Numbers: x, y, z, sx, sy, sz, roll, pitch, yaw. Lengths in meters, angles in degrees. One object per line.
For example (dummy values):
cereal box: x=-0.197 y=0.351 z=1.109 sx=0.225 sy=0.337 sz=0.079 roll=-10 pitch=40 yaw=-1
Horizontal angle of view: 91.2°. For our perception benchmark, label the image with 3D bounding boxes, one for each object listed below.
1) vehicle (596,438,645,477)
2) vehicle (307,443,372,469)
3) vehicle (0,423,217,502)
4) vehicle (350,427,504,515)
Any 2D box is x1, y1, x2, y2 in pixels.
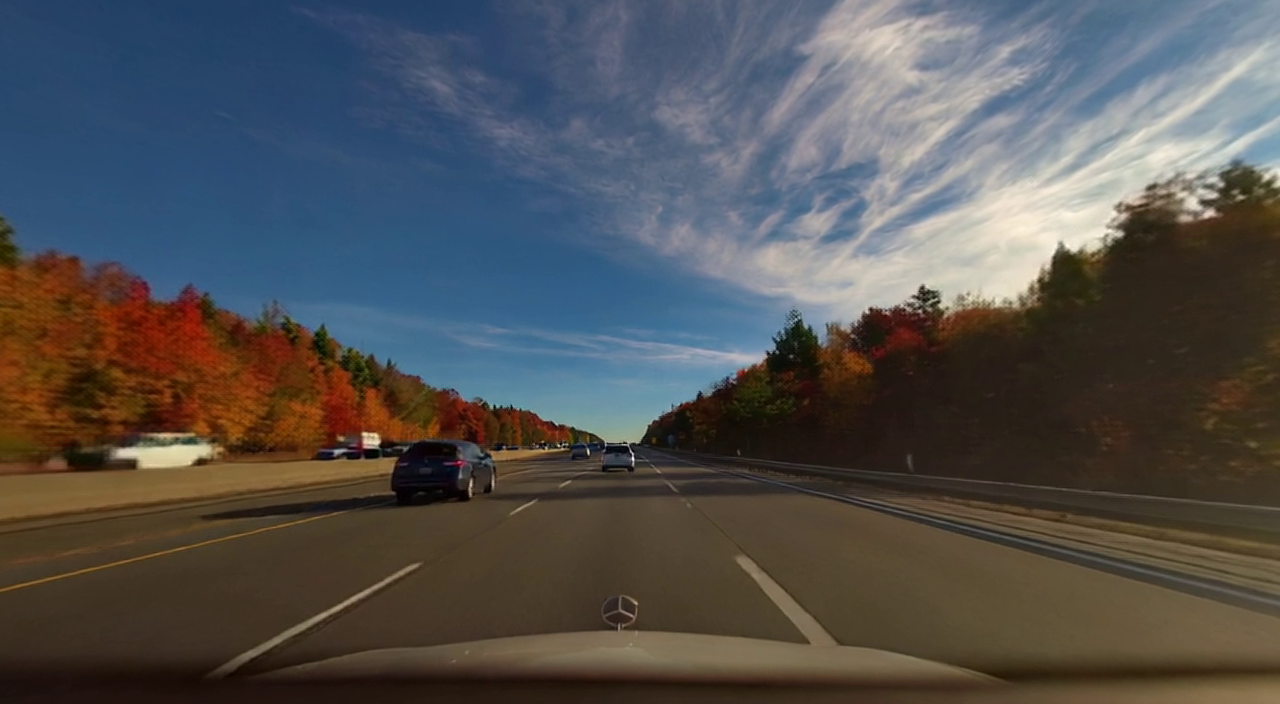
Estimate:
vehicle: x=-0.906 y=4.853 z=29.012 sx=2.115 sy=1.661 sz=4.049 roll=0 pitch=-9 yaw=-2
vehicle: x=-18.363 y=6.362 z=38.503 sx=1.836 sy=1.468 sz=4.497 roll=0 pitch=-9 yaw=-1
vehicle: x=-13.029 y=2.680 z=15.489 sx=2.045 sy=1.647 sz=4.454 roll=0 pitch=-9 yaw=-1
vehicle: x=-4.695 y=2.699 z=14.695 sx=1.974 sy=1.688 sz=4.727 roll=0 pitch=-9 yaw=-1
